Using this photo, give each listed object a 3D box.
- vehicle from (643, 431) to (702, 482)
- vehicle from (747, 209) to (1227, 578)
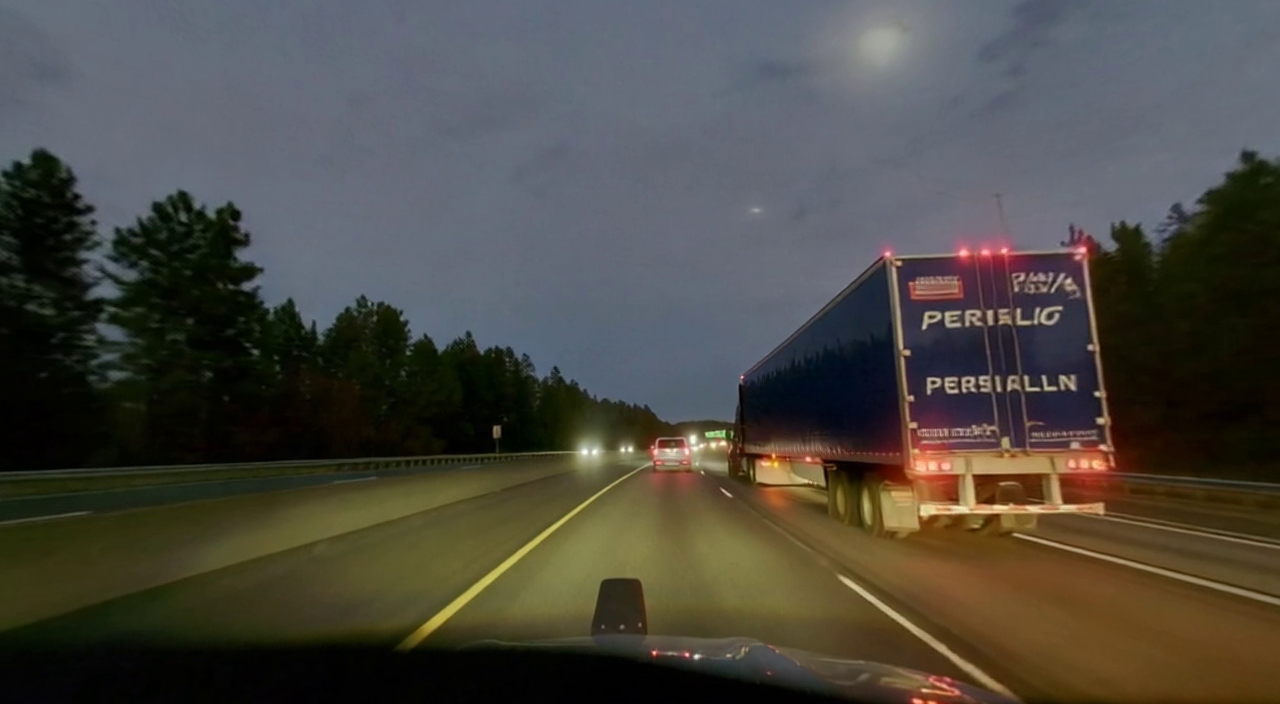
[{"bbox_3d":[1.323,4.254,25.998,2.222,1.848,4.610,0,-8,3],"label":"vehicle"},{"bbox_3d":[5.206,1.575,15.365,2.899,4.160,16.621,0,-8,2],"label":"vehicle"}]
